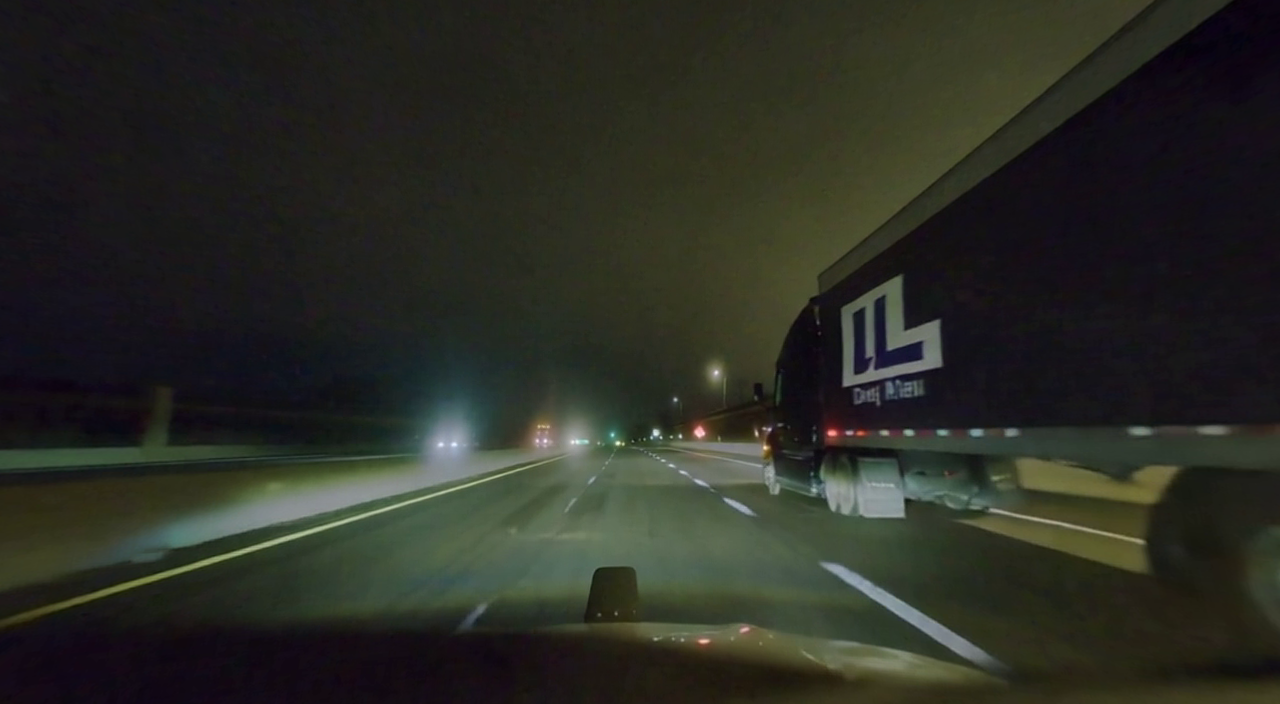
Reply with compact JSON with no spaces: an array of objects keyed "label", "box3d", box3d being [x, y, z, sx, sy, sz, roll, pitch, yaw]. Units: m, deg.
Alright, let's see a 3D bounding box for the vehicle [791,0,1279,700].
[{"label":"vehicle","box3d":[4.701,0.360,7.671,3.041,4.012,10.162,0,-8,-1]}]
